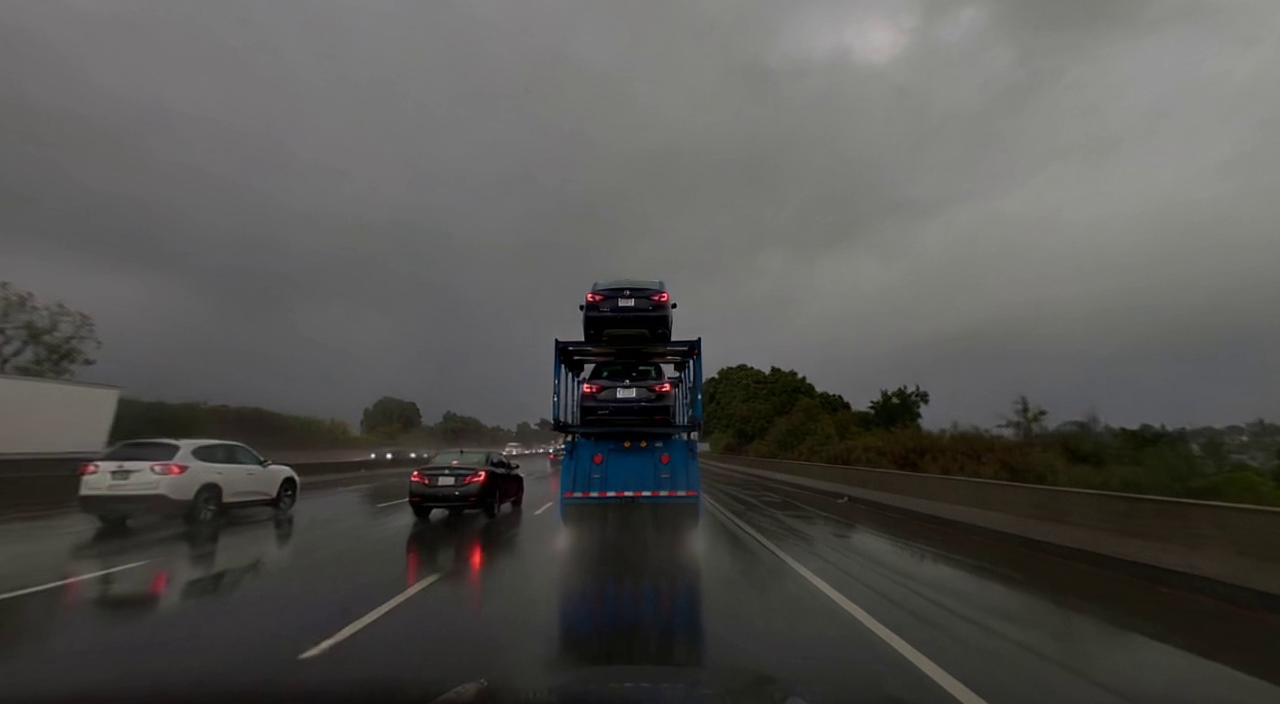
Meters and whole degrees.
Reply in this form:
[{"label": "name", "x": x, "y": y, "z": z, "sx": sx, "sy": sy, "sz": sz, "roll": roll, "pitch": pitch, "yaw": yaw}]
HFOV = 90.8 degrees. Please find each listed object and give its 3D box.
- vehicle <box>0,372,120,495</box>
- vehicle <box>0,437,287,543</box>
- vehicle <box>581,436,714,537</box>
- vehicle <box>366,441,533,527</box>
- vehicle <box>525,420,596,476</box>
[{"label": "vehicle", "x": -22.947, "y": 2.346, "z": 18.683, "sx": 2.891, "sy": 4.067, "sz": 14.222, "roll": 0, "pitch": -9, "yaw": 1}, {"label": "vehicle", "x": -8.364, "y": 2.310, "z": 11.169, "sx": 1.888, "sy": 1.507, "sz": 3.949, "roll": 0, "pitch": -9, "yaw": 0}, {"label": "vehicle", "x": 0.122, "y": 2.302, "z": 11.287, "sx": 1.991, "sy": 1.507, "sz": 3.391, "roll": 0, "pitch": -9, "yaw": 0}, {"label": "vehicle", "x": -3.672, "y": 2.624, "z": 13.160, "sx": 1.947, "sy": 1.470, "sz": 4.526, "roll": 0, "pitch": -9, "yaw": 2}, {"label": "vehicle", "x": -2.454, "y": 3.101, "z": 20.319, "sx": 2.031, "sy": 1.594, "sz": 4.103, "roll": 1, "pitch": -9, "yaw": -5}]
